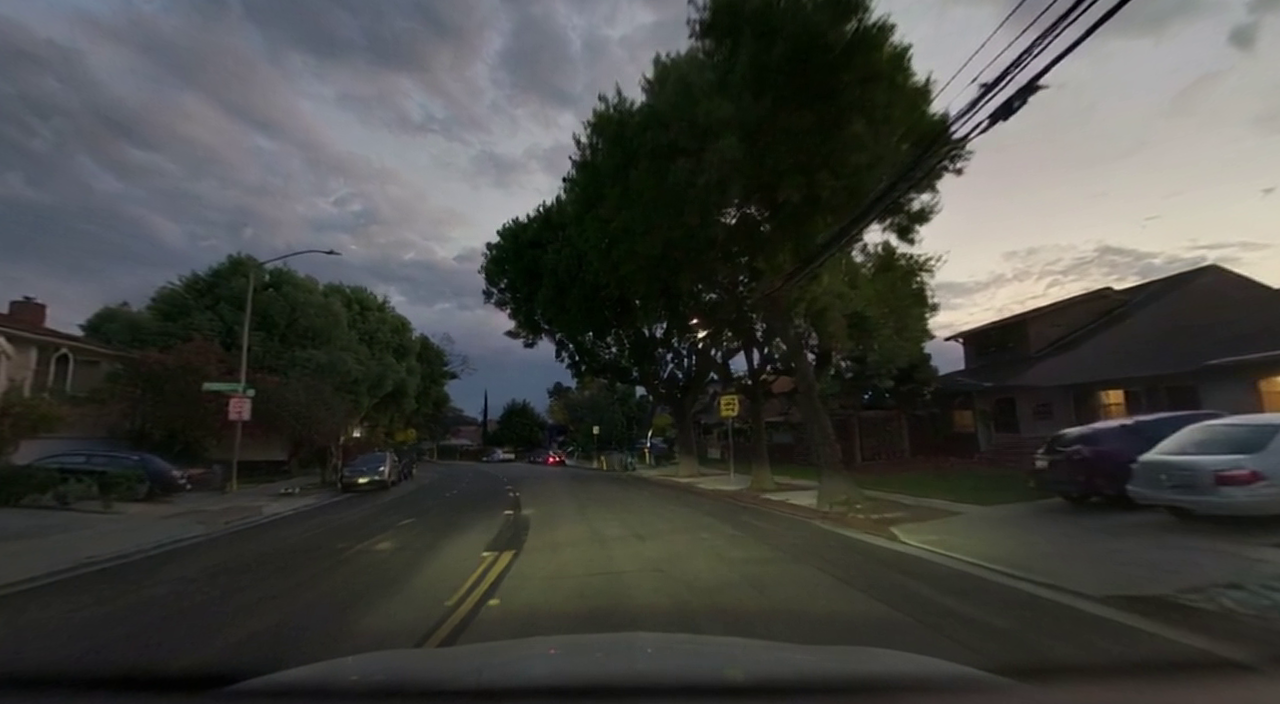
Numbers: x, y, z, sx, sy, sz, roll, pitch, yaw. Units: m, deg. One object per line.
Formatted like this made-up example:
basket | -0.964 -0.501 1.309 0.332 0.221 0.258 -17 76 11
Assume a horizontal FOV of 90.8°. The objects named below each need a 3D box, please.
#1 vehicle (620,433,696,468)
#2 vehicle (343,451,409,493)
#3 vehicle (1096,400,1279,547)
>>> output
vehicle | 1.252 6.817 43.867 5.011 1.782 2.115 -6 -6 1
vehicle | -10.851 4.919 26.262 1.902 1.434 4.313 0 -8 -14
vehicle | 9.501 1.428 8.602 4.666 1.655 2.169 -7 -9 6
